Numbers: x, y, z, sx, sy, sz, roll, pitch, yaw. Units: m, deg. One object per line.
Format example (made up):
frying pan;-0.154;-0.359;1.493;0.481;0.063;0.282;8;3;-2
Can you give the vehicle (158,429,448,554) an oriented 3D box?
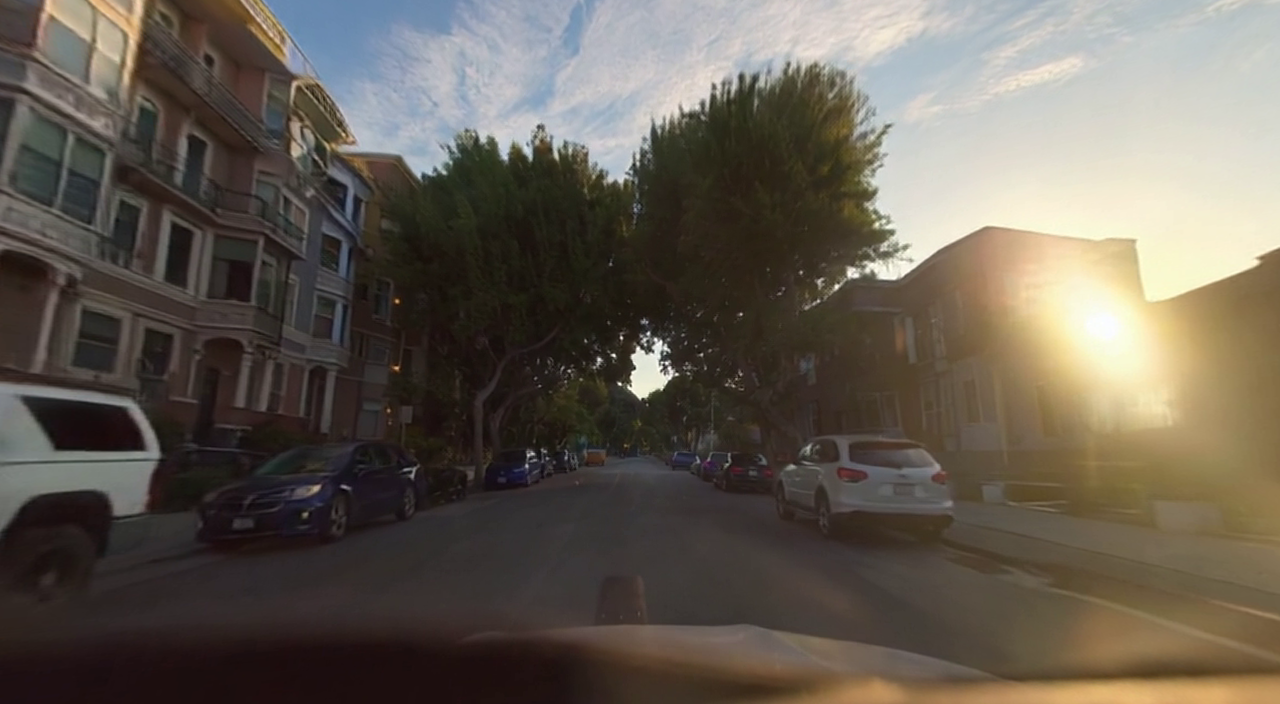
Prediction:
vehicle;-5.606;2.387;11.735;2.122;1.722;5.662;-1;-9;2

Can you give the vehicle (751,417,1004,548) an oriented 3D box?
vehicle;4.019;2.431;12.349;2.473;1.895;6.050;0;-10;-1

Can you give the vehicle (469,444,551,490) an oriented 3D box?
vehicle;-5.368;4.809;26.906;2.222;1.735;5.215;0;-8;2

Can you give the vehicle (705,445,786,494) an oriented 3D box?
vehicle;4.016;4.537;24.969;2.187;1.699;5.038;0;-8;-2

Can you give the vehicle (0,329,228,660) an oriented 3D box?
vehicle;-5.513;0.853;3.439;2.596;2.152;5.689;-1;-8;1
